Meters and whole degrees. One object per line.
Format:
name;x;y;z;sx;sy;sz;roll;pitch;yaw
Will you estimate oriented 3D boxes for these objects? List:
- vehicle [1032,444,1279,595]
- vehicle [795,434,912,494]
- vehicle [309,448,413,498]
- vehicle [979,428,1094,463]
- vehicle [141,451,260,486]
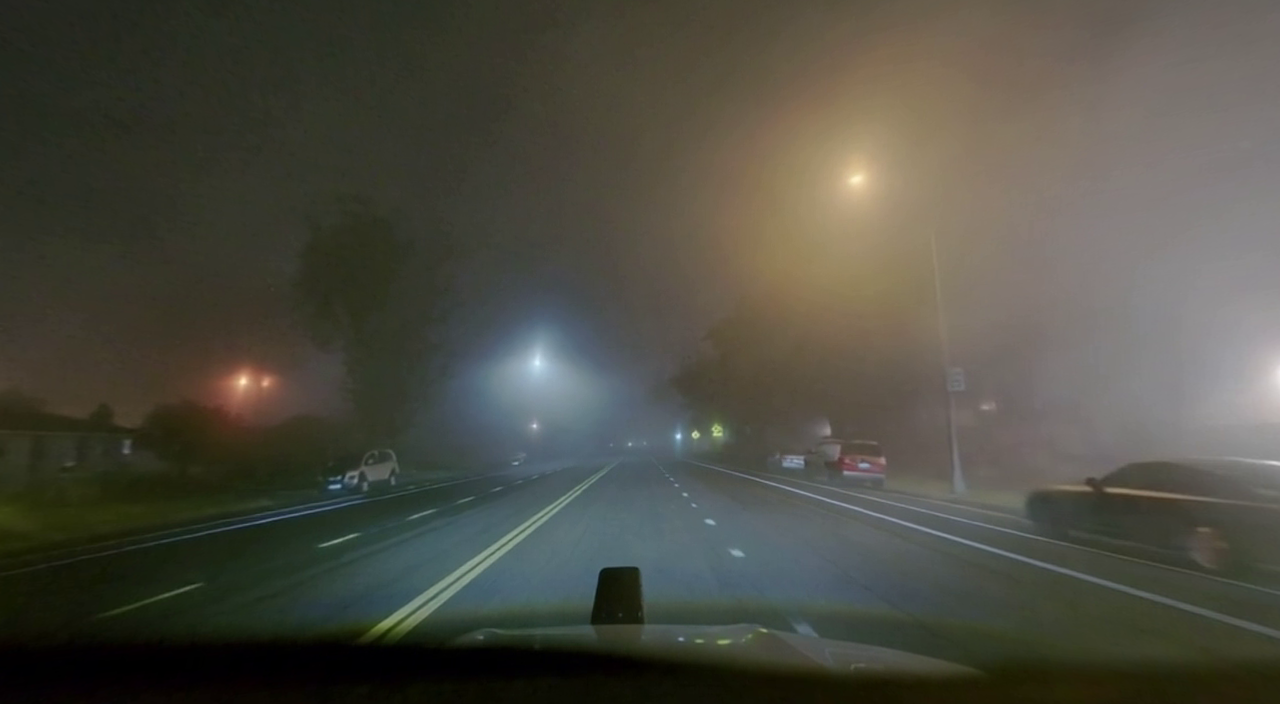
vehicle;7.314;1.873;7.694;1.982;1.479;4.687;0;-9;-1
vehicle;7.070;3.754;21.662;2.087;1.762;5.493;0;-8;0
vehicle;-10.829;4.710;24.994;2.048;1.692;4.635;-2;-9;-1
vehicle;20.547;4.873;32.871;4.600;1.757;2.050;0;-9;-2
vehicle;-20.469;5.435;29.563;4.055;1.511;1.898;0;-9;-5
